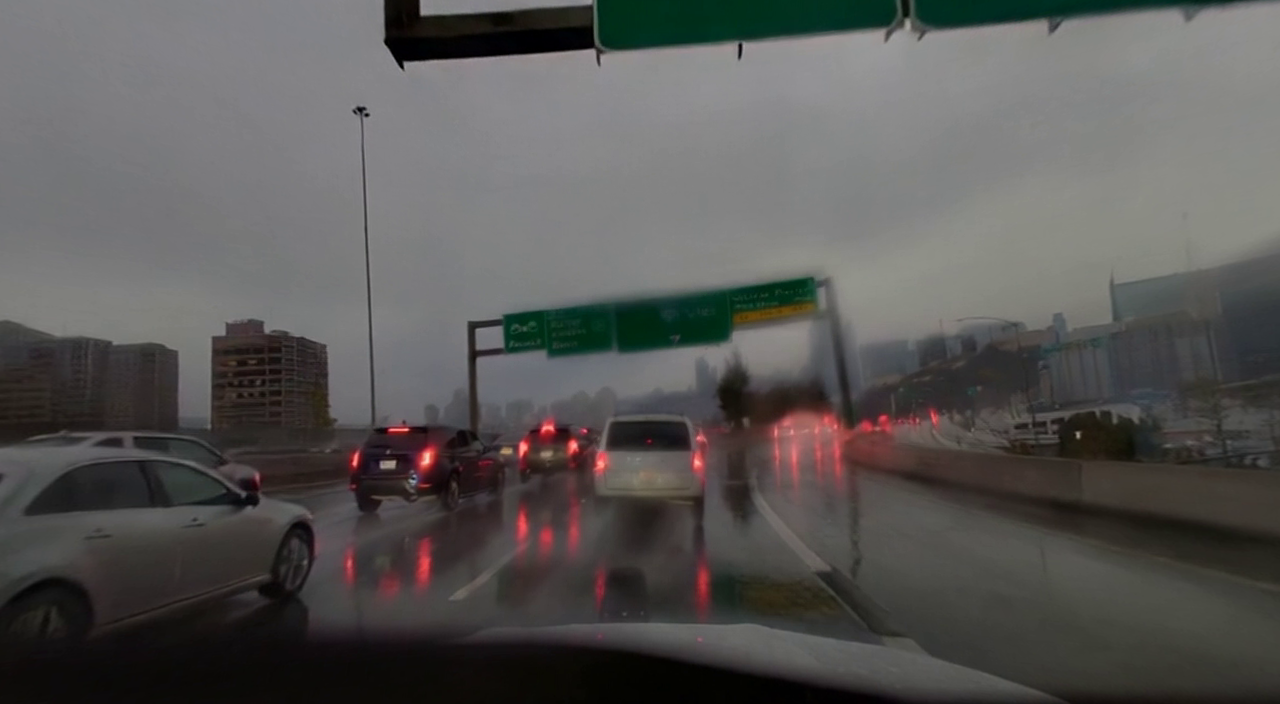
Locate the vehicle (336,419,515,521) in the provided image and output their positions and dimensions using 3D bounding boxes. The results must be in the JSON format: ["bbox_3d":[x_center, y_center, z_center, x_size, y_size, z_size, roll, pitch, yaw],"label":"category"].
[{"bbox_3d":[-4.105,2.344,12.995,1.953,1.729,4.377,0,-9,3],"label":"vehicle"}]

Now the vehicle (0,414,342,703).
[{"bbox_3d":[-4.150,1.230,4.289,2.087,1.481,4.225,0,-9,1],"label":"vehicle"}]

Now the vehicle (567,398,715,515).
[{"bbox_3d":[0.100,2.309,14.264,2.616,2.063,5.933,0,-9,2],"label":"vehicle"}]
